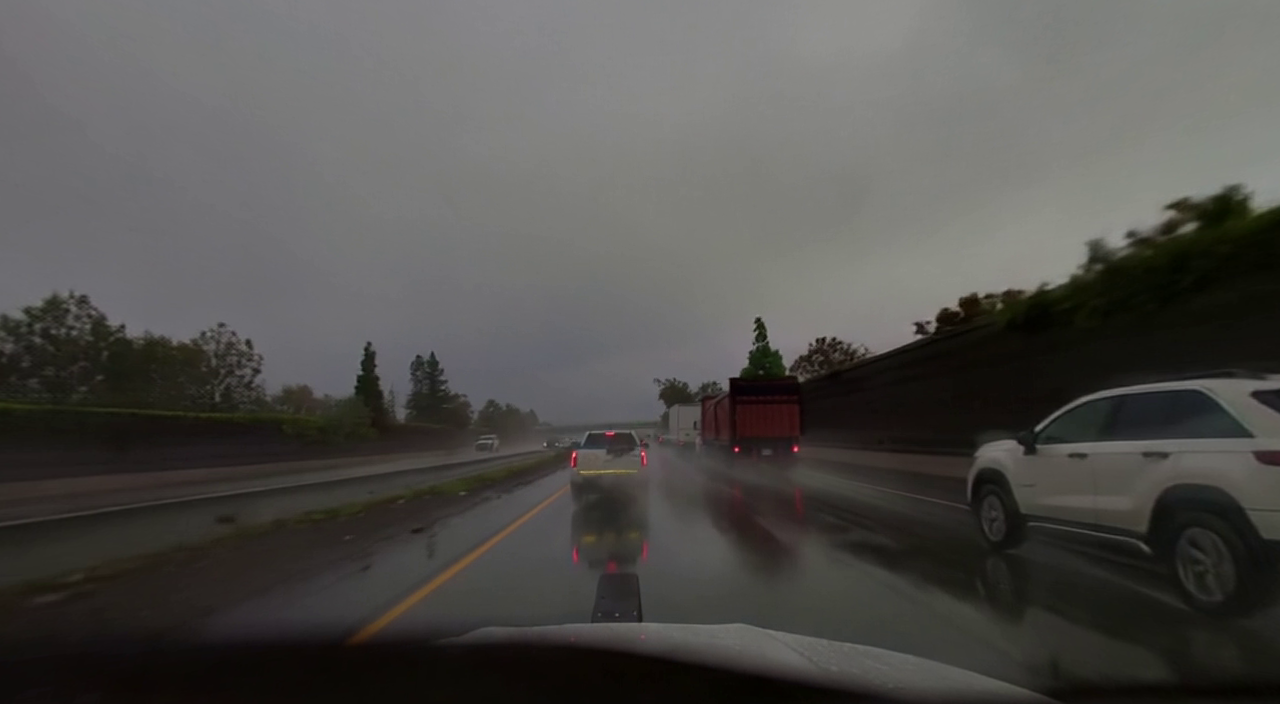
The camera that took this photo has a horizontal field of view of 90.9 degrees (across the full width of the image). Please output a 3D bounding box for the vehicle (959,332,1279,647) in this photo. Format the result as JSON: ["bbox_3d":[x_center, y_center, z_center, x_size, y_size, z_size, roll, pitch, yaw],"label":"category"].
[{"bbox_3d":[4.910,1.077,5.665,2.011,1.905,3.905,0,-8,0],"label":"vehicle"}]

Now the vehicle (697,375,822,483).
[{"bbox_3d":[3.748,2.723,22.082,2.723,3.027,8.478,0,-7,0],"label":"vehicle"}]

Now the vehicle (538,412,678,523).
[{"bbox_3d":[-0.512,1.996,11.481,2.082,1.638,4.055,0,-8,-1],"label":"vehicle"}]
